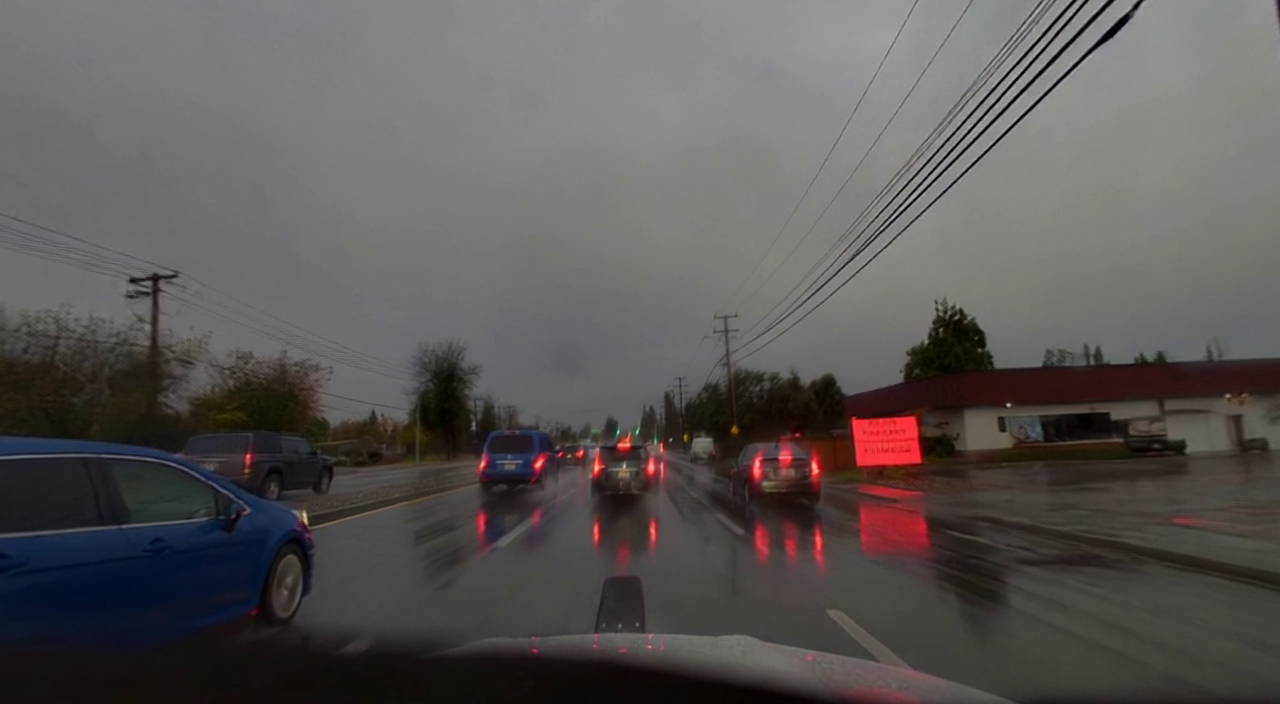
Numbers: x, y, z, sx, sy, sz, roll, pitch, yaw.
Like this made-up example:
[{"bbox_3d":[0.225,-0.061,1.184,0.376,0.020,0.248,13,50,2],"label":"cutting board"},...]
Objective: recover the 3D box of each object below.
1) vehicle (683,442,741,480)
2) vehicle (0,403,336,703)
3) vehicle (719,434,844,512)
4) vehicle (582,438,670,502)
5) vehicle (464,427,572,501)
[{"bbox_3d":[3.045,4.699,27.464,1.878,1.479,4.461,0,-9,-1],"label":"vehicle"},{"bbox_3d":[-3.337,0.965,2.575,2.004,1.454,4.349,0,-9,0],"label":"vehicle"},{"bbox_3d":[3.033,2.689,14.417,1.880,1.521,3.724,0,-9,-2],"label":"vehicle"},{"bbox_3d":[-0.336,3.106,17.066,2.097,1.511,3.809,0,-9,0],"label":"vehicle"},{"bbox_3d":[-3.314,3.155,18.225,2.092,1.839,4.736,0,-9,1],"label":"vehicle"}]
